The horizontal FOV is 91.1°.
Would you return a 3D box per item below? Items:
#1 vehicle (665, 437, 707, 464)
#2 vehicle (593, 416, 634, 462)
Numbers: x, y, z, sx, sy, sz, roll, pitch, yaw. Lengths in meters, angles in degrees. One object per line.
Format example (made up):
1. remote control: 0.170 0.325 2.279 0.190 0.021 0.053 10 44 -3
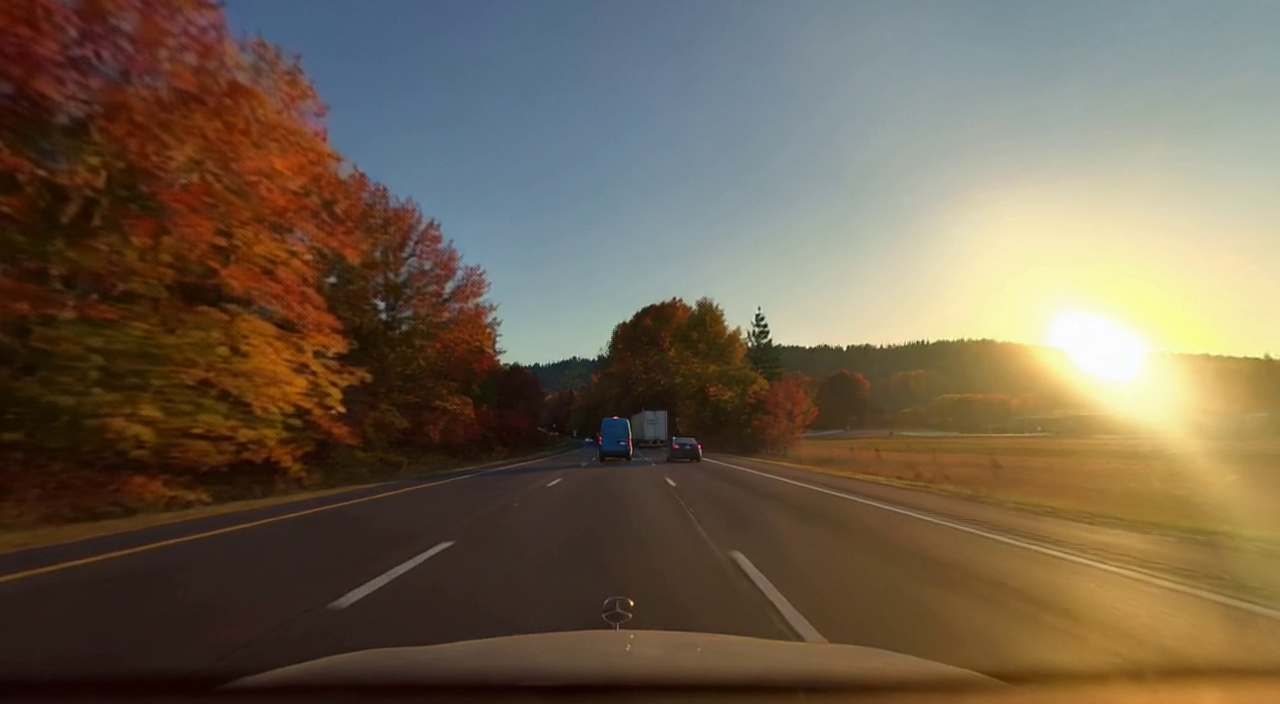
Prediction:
1. vehicle: 2.614 5.740 36.870 1.962 1.508 4.363 0 -8 -2
2. vehicle: -1.595 5.477 39.604 2.389 2.637 5.437 0 -8 0
